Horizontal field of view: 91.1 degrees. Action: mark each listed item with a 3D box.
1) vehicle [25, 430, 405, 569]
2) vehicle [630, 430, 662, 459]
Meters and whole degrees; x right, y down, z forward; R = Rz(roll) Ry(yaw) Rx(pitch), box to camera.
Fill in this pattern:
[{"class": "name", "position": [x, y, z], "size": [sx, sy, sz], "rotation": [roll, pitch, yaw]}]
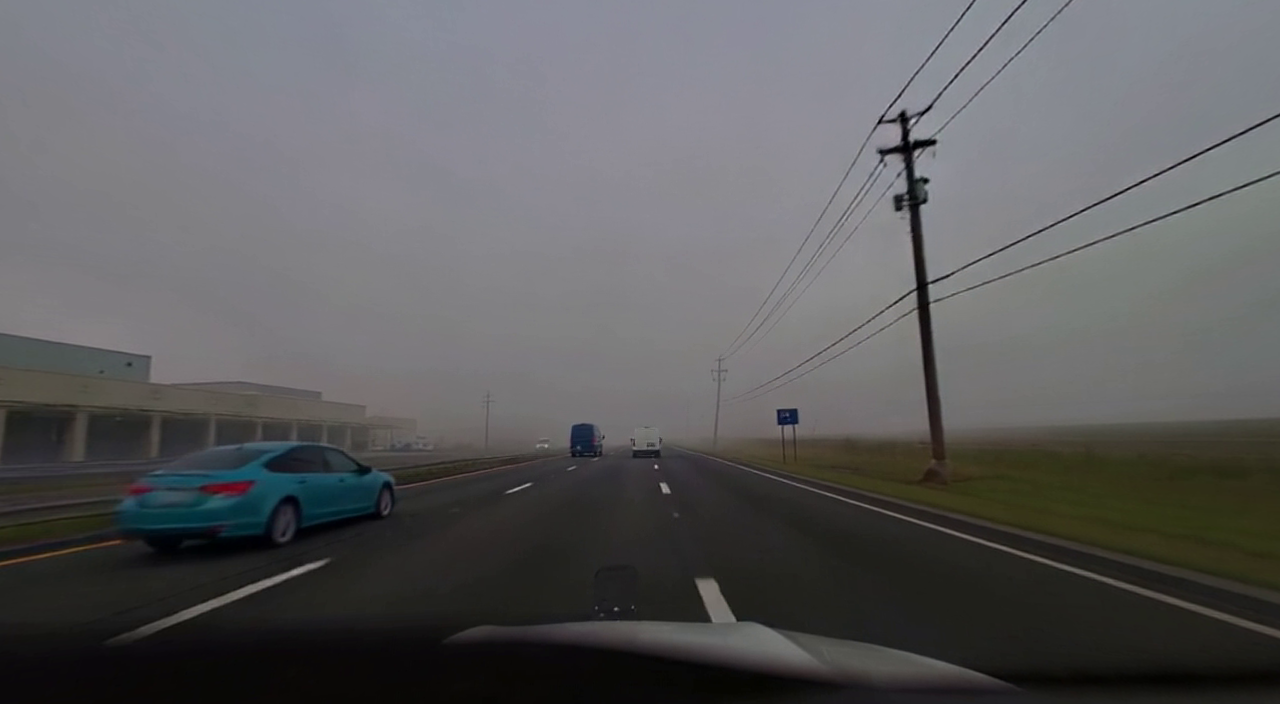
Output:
[{"class": "vehicle", "position": [-5.443, 1.901, 9.160], "size": [2.087, 1.464, 4.853], "rotation": [0, -8, 1]}, {"class": "vehicle", "position": [0.390, 6.852, 46.650], "size": [2.213, 1.997, 4.456], "rotation": [0, -8, -1]}]
